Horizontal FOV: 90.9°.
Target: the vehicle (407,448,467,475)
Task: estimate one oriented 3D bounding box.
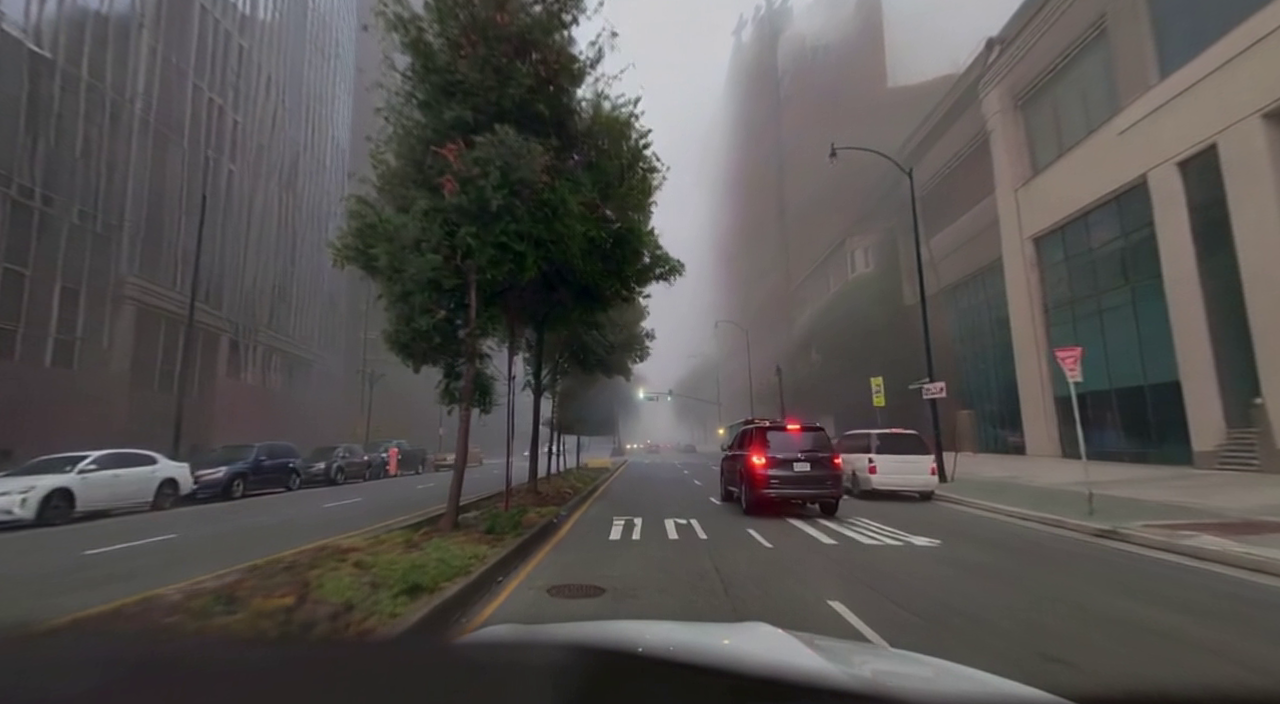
[{"bbox_3d":[-12.128,6.561,37.965,1.832,1.467,4.854,0,-8,2],"label":"vehicle"}]

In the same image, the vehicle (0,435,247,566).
[{"bbox_3d":[-8.875,2.237,10.471,1.750,1.607,4.241,0,-6,3],"label":"vehicle"}]

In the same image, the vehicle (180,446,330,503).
[{"bbox_3d":[-12.505,3.947,20.923,1.951,1.632,4.719,0,-8,1],"label":"vehicle"}]

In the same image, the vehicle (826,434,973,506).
[{"bbox_3d":[6.504,2.986,16.422,1.962,1.617,4.325,0,-8,0],"label":"vehicle"}]

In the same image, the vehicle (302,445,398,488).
[{"bbox_3d":[-12.159,4.798,26.809,1.937,1.642,4.591,0,-8,-1],"label":"vehicle"}]

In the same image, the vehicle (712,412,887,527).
[{"bbox_3d":[2.894,2.298,12.968,2.118,1.848,5.426,0,-8,-1],"label":"vehicle"}]
